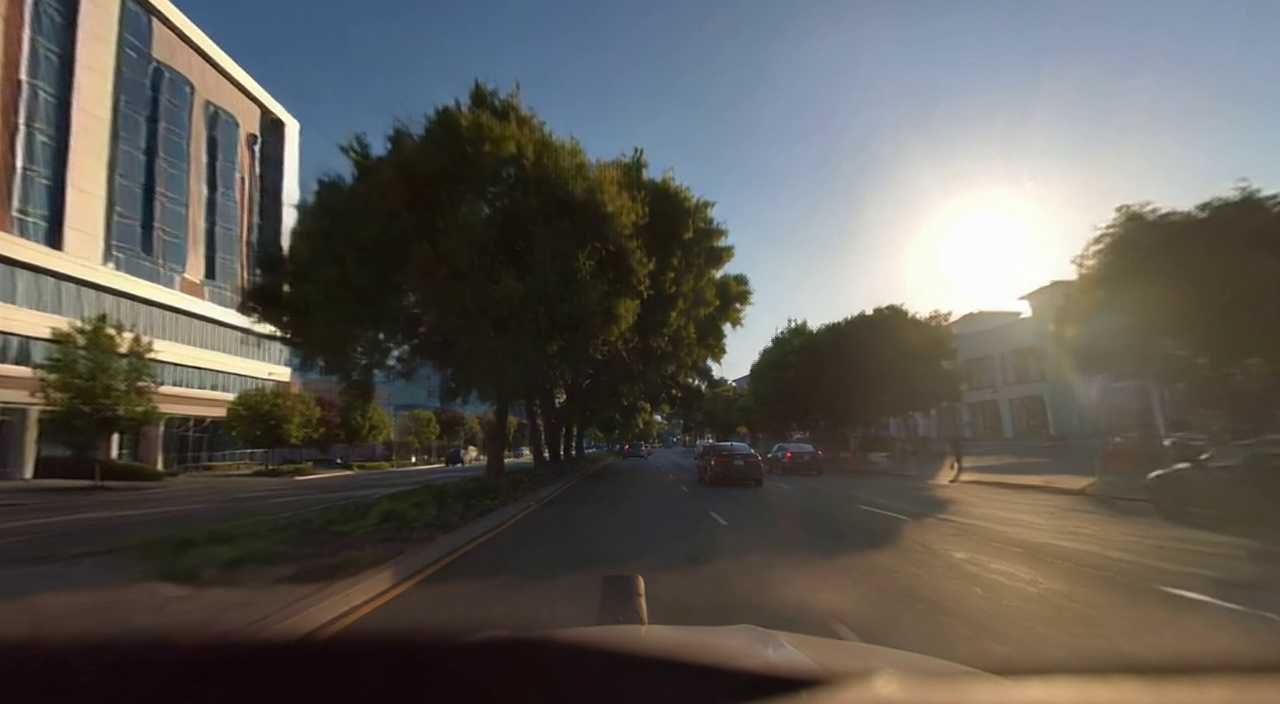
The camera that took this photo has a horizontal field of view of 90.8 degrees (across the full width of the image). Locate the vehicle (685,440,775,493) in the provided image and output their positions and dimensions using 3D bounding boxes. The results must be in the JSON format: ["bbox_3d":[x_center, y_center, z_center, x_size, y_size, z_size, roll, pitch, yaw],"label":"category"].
[{"bbox_3d":[2.739,3.598,20.344,2.131,1.491,4.496,0,-8,-1],"label":"vehicle"}]

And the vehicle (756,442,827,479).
[{"bbox_3d":[6.357,4.570,26.960,1.912,1.411,4.380,0,-8,0],"label":"vehicle"}]

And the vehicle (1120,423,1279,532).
[{"bbox_3d":[9.954,1.831,9.373,2.003,1.511,4.670,0,-8,0],"label":"vehicle"}]
